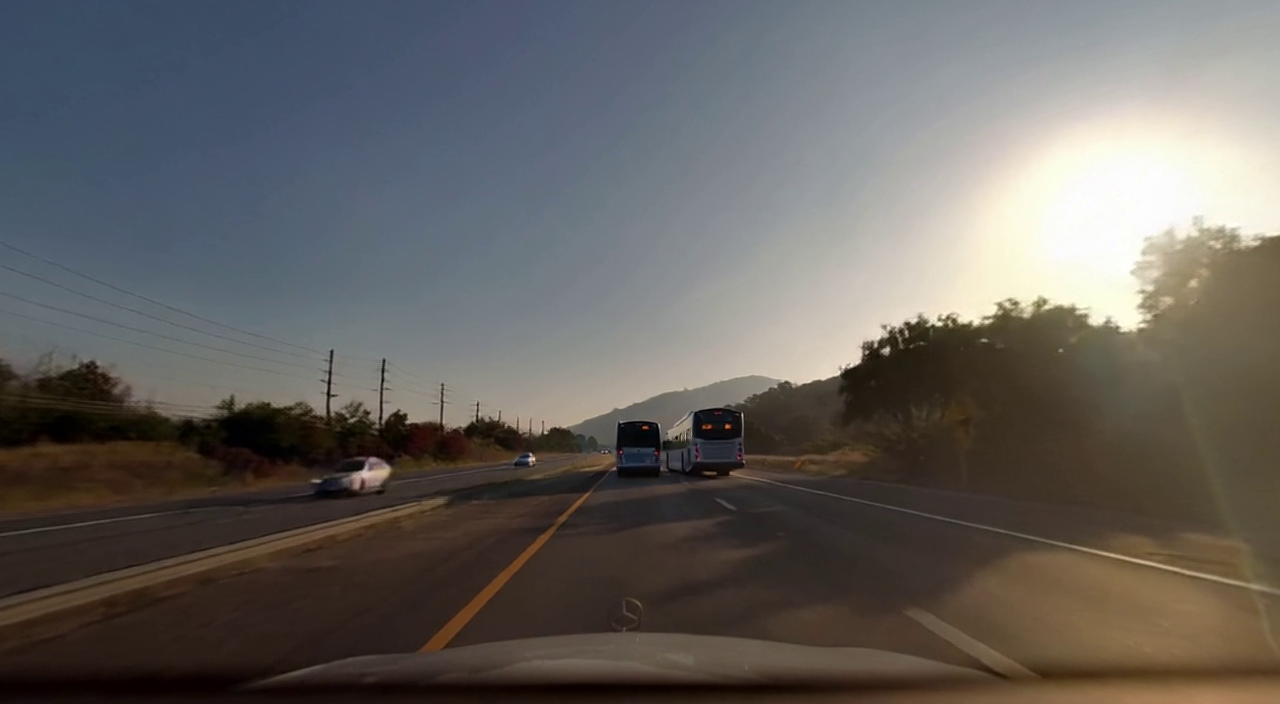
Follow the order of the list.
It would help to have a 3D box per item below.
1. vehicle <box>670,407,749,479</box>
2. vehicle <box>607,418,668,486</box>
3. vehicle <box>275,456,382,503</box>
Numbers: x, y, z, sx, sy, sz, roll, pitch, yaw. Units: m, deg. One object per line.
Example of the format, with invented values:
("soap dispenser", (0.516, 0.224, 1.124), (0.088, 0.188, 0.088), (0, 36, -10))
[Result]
("vehicle", (3.862, 5.638, 38.532), (3.074, 3.668, 12.805), (0, -9, -1))
("vehicle", (-0.147, 4.428, 27.825), (2.414, 2.675, 5.574), (0, -9, -1))
("vehicle", (-11.785, 4.829, 24.088), (1.900, 1.541, 4.333), (0, -9, -1))
